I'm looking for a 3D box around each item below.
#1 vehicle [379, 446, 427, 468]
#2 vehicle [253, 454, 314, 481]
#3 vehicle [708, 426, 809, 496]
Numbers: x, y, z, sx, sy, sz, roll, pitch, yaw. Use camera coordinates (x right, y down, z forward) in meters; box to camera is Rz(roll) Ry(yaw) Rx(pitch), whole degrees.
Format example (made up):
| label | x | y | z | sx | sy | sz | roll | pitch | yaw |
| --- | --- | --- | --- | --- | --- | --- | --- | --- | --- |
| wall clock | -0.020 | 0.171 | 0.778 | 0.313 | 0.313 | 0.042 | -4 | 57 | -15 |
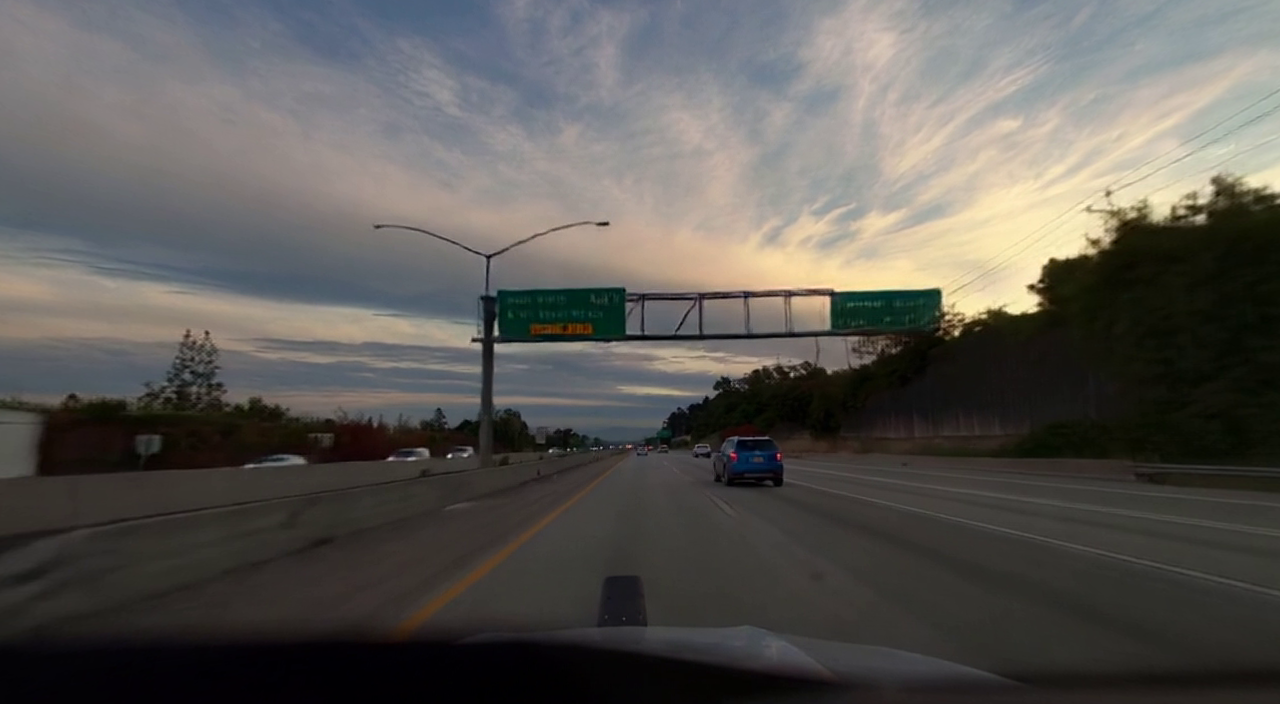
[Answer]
| label | x | y | z | sx | sy | sz | roll | pitch | yaw |
| --- | --- | --- | --- | --- | --- | --- | --- | --- | --- |
| vehicle | -16.275 | 7.212 | 43.498 | 1.861 | 1.432 | 3.578 | -1 | -8 | 1 |
| vehicle | -19.621 | 6.348 | 34.852 | 1.460 | 1.325 | 3.264 | 0 | -8 | 0 |
| vehicle | 3.360 | 3.199 | 18.844 | 2.120 | 1.832 | 4.287 | 0 | -8 | -1 |
